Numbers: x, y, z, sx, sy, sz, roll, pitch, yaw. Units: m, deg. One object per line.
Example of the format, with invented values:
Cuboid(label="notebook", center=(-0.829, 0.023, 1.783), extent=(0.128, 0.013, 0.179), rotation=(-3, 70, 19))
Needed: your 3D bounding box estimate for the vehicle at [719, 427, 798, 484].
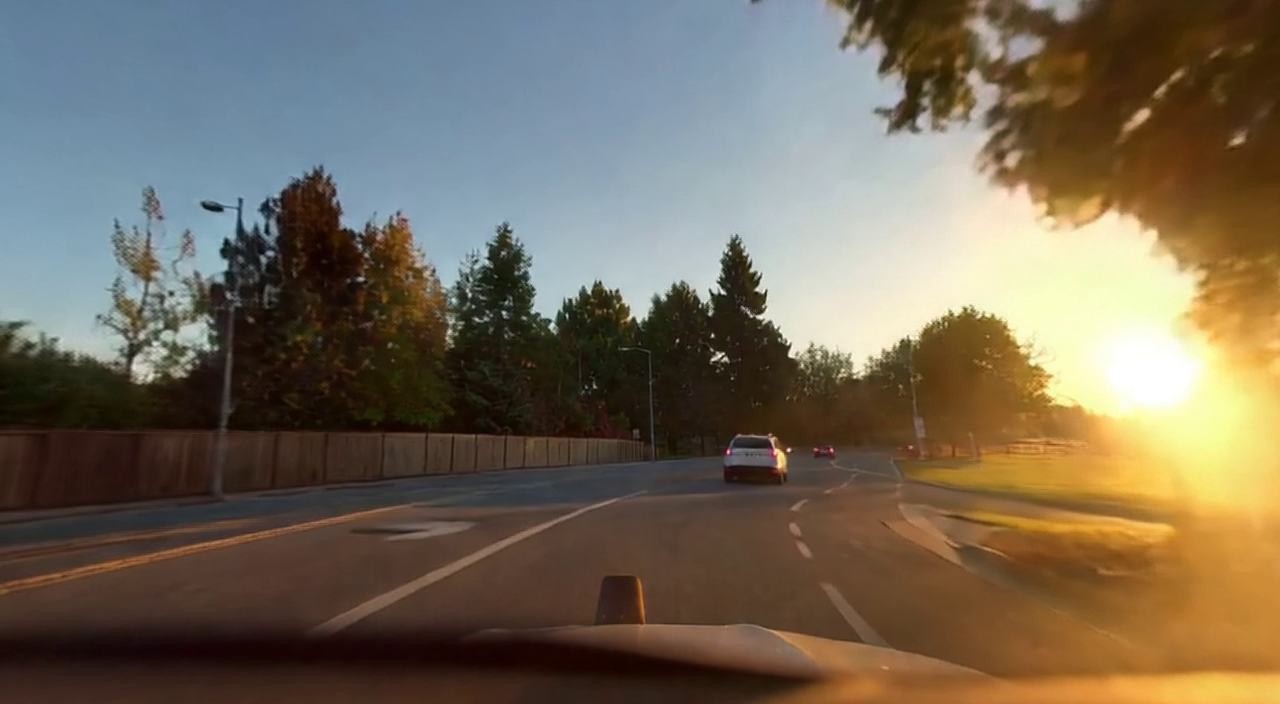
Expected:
Cuboid(label="vehicle", center=(4.370, 3.660, 22.701), extent=(2.230, 1.827, 4.580), rotation=(-2, -8, 17))
